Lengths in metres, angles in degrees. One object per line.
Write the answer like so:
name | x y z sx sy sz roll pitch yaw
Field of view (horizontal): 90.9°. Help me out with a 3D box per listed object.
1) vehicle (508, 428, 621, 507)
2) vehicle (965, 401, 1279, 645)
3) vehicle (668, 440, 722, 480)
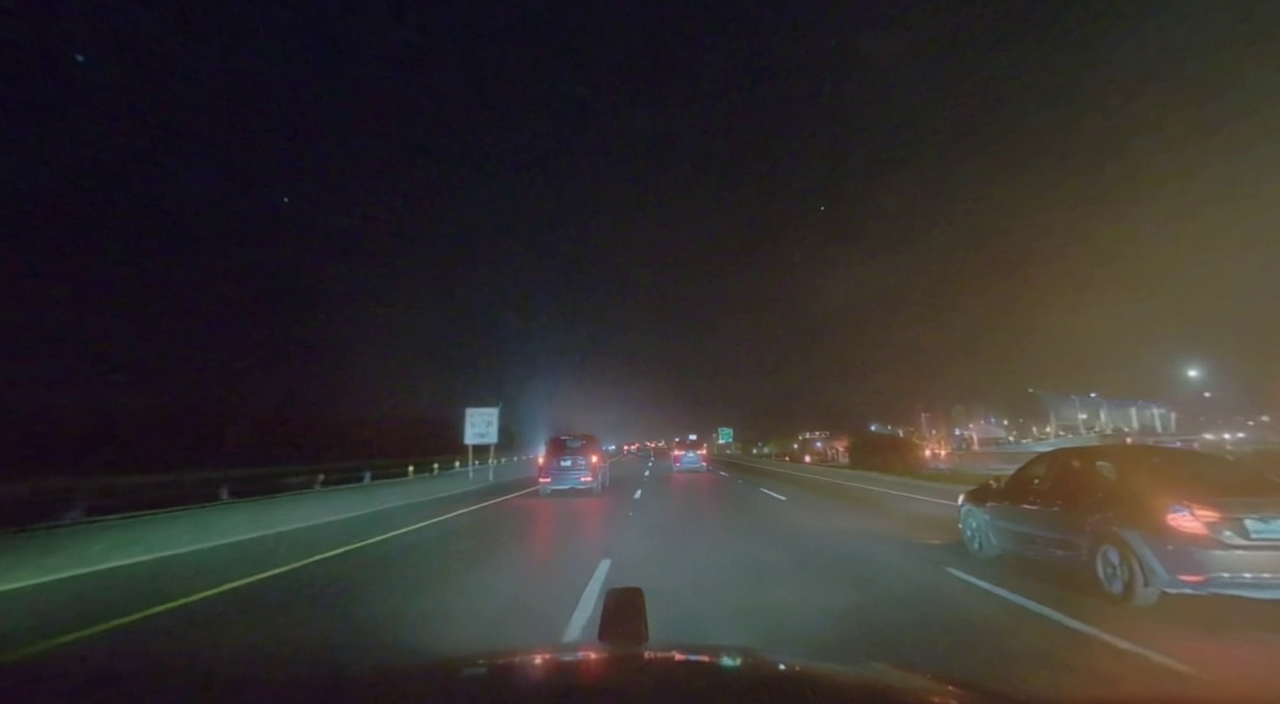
vehicle | -1.793 2.972 16.710 2.239 1.761 4.620 -1 -8 2
vehicle | 5.273 1.390 5.951 2.027 1.588 4.611 -1 -8 2
vehicle | 2.232 4.511 26.663 2.000 1.558 3.945 0 -8 1
